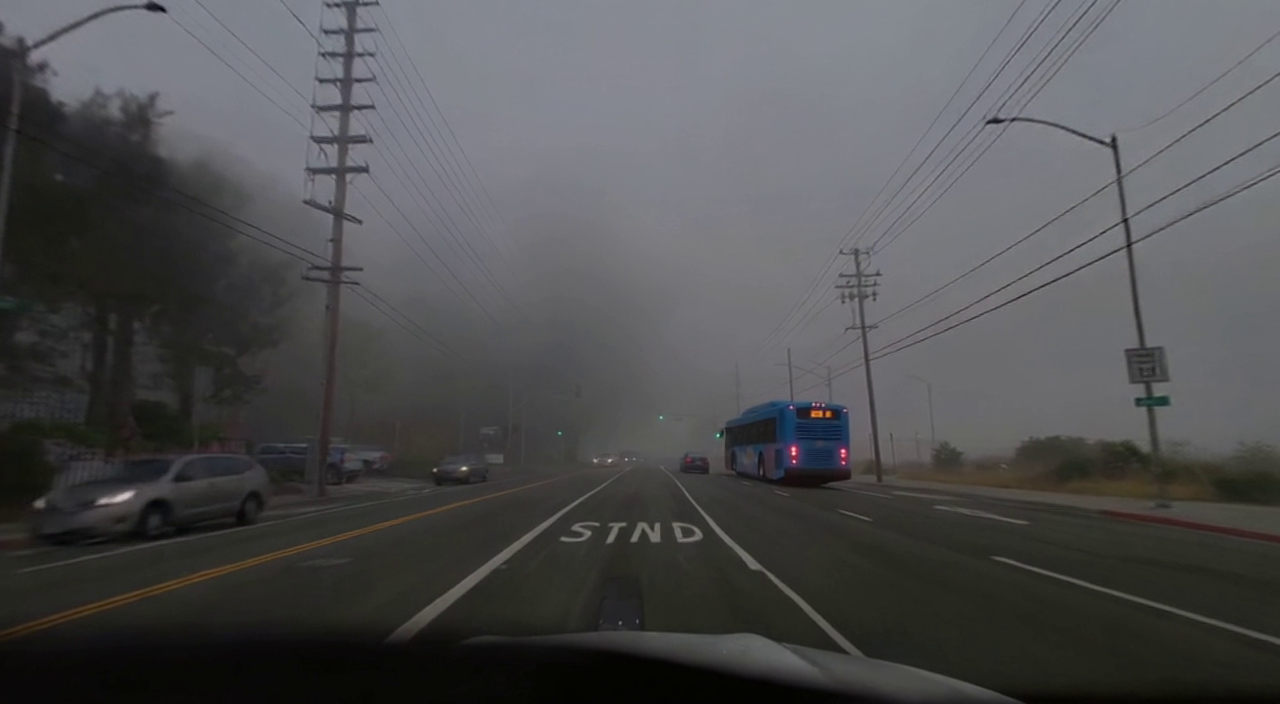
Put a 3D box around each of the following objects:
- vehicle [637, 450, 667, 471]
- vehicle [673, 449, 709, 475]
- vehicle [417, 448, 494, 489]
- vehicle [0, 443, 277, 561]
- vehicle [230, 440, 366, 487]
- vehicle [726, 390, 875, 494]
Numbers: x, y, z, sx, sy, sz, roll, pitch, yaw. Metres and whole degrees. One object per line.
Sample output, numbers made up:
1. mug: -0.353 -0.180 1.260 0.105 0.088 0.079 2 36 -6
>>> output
1. vehicle: 0.878 8.240 48.195 2.016 1.464 4.089 0 -8 -2
2. vehicle: 3.167 6.901 39.876 1.961 1.470 4.196 0 -8 0
3. vehicle: -8.321 5.262 28.948 2.017 1.659 4.405 0 -8 3
4. vehicle: -9.217 2.502 11.534 2.011 1.672 4.637 -1 -8 7
5. vehicle: -14.703 4.801 27.480 4.719 1.903 2.051 2 -8 -12
6. vehicle: 6.176 3.878 27.306 3.045 3.447 12.604 0 -8 -1
